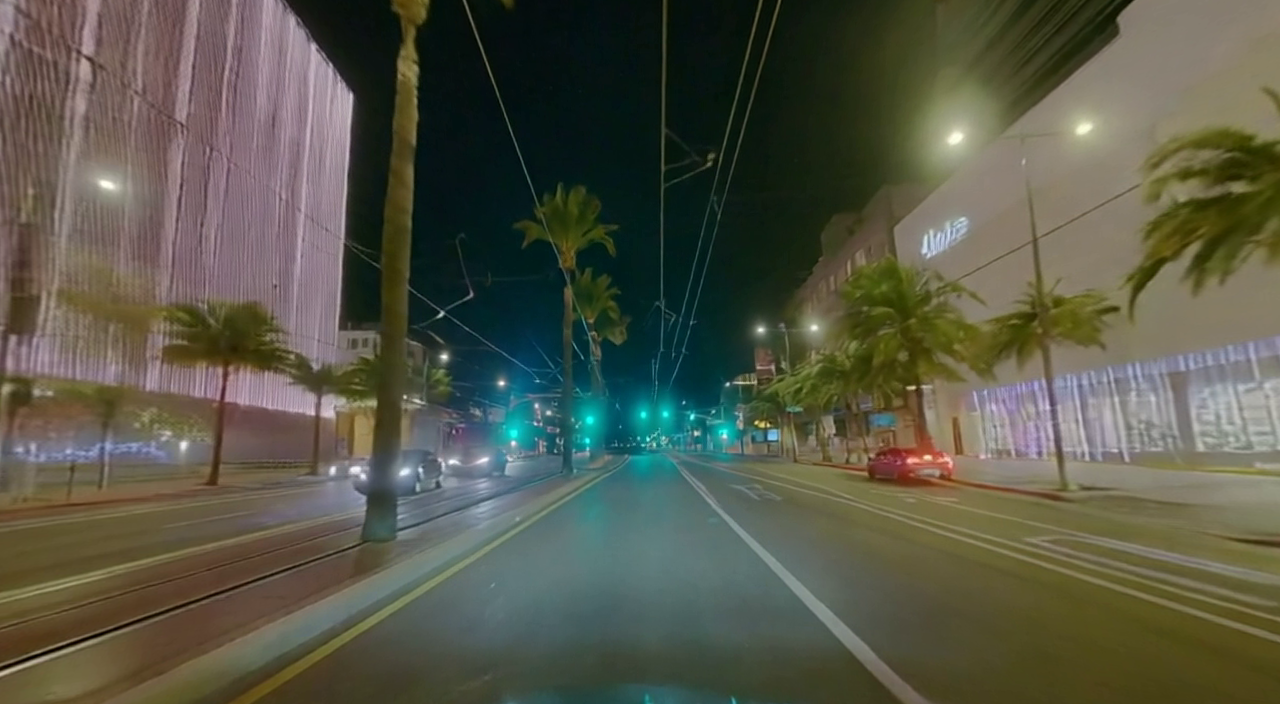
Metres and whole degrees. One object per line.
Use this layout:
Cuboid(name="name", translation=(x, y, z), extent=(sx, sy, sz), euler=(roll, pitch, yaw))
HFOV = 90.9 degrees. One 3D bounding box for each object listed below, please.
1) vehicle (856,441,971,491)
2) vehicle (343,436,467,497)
Cuboid(name="vehicle", translation=(9.065, 3.781, 21.367), extent=(1.822, 1.494, 4.385), euler=(0, -8, -2))
Cuboid(name="vehicle", translation=(-7.128, 3.493, 19.715), extent=(1.971, 1.657, 4.623), euler=(0, -8, 2))
